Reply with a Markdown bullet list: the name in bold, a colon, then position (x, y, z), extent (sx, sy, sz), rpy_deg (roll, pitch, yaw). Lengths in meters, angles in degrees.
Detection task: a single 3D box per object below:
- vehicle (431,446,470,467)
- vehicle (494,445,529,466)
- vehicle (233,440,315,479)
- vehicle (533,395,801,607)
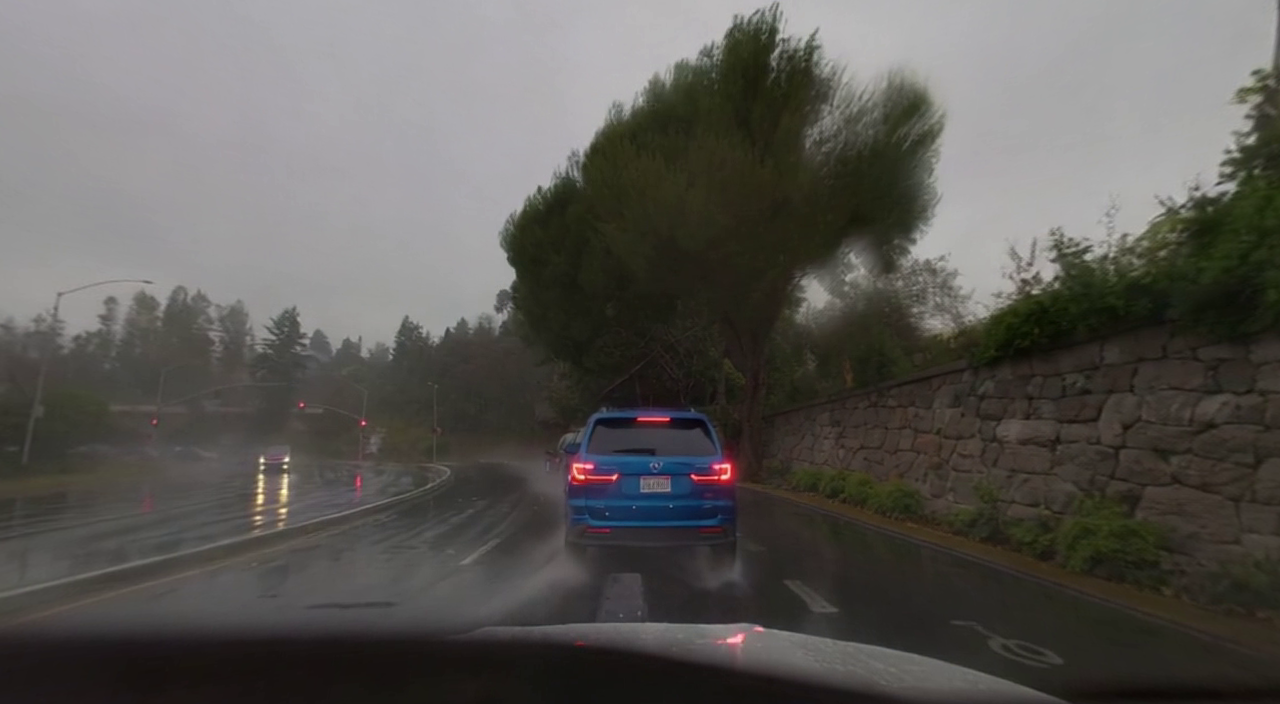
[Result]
- **vehicle**: position (-14.209, 7.781, 47.304), extent (2.023, 1.474, 4.286), rpy_deg (4, -9, -26)
- **vehicle**: position (-9.954, 7.908, 48.617), extent (1.837, 1.483, 4.559), rpy_deg (3, -9, -22)
- **vehicle**: position (-17.438, 5.108, 30.398), extent (2.317, 1.695, 4.538), rpy_deg (2, -9, -17)
- **vehicle**: position (0.054, 1.569, 7.579), extent (2.287, 1.762, 4.269), rpy_deg (1, -8, -5)
